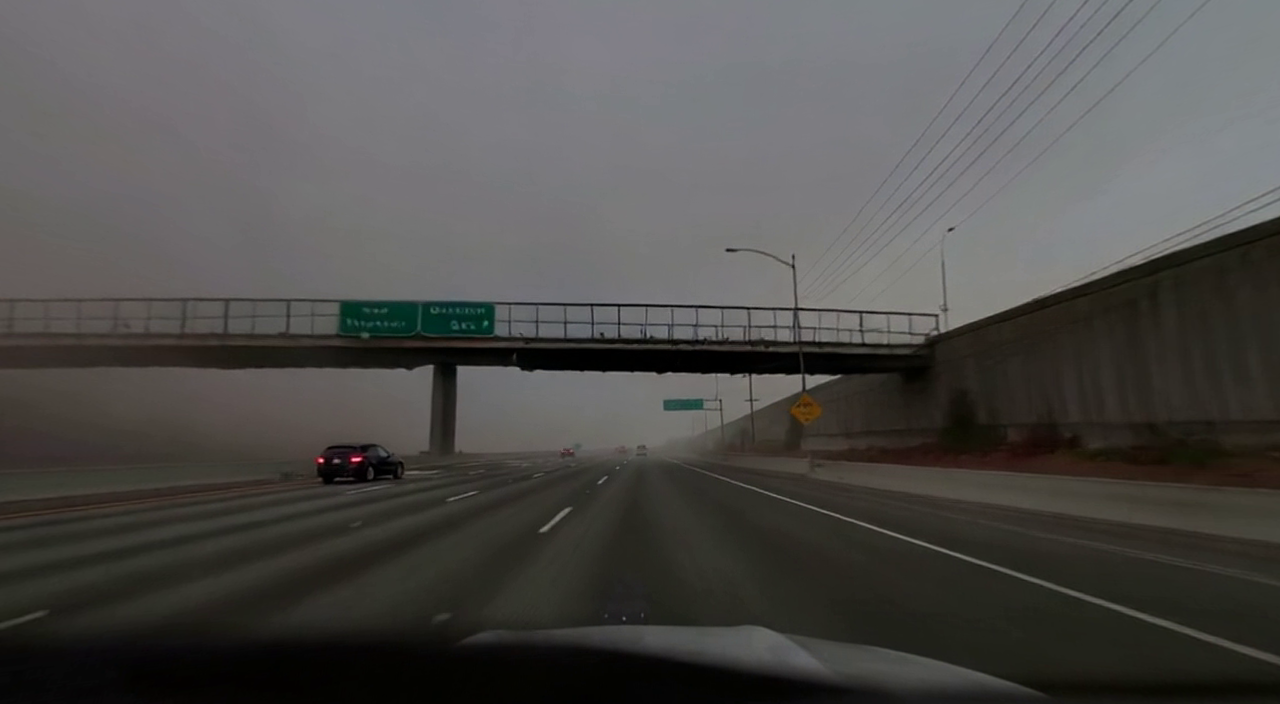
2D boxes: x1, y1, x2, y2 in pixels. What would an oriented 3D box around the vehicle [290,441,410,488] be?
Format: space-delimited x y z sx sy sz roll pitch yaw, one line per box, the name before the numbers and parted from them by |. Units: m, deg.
vehicle | -10.188 3.964 22.607 2.056 1.476 4.562 0 -8 1
